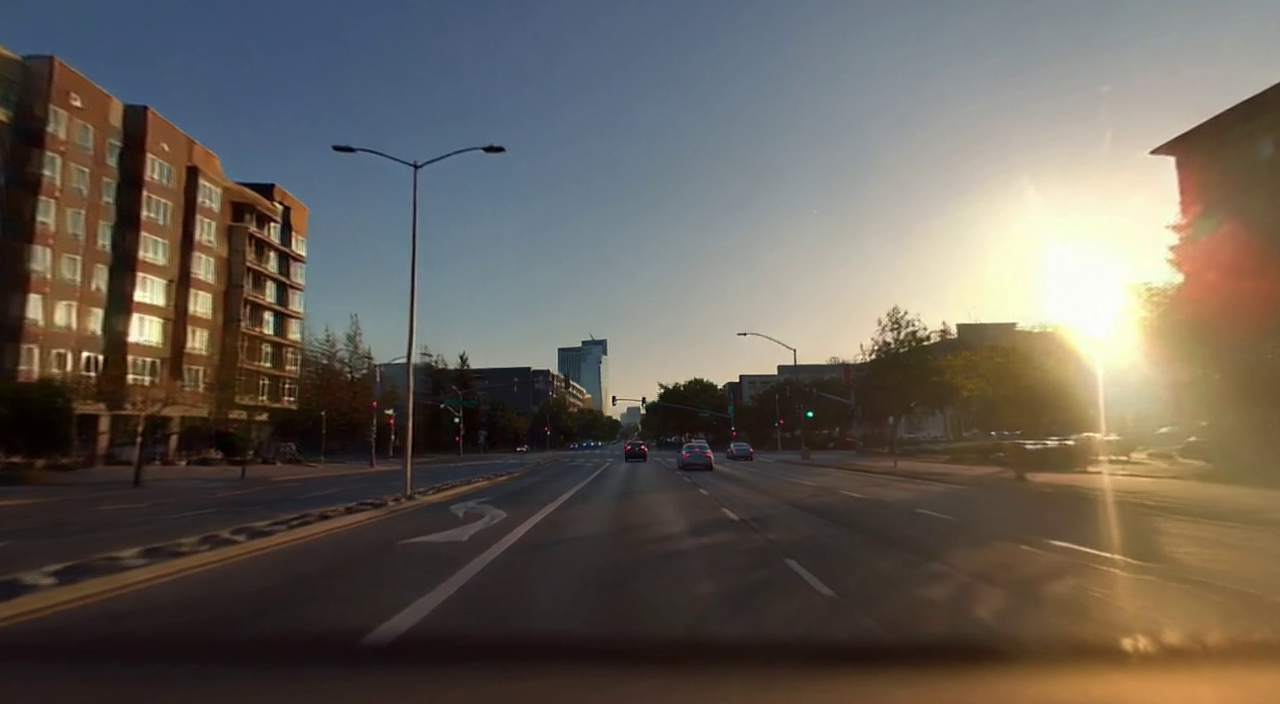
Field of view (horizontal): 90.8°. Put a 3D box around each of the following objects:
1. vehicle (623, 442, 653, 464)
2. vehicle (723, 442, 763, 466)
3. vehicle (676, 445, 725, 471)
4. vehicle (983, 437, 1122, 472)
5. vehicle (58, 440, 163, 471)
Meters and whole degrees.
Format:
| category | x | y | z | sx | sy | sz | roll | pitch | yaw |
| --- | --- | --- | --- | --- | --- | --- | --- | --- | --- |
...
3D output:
| category | x | y | z | sx | sy | sz | roll | pitch | yaw |
| --- | --- | --- | --- | --- | --- | --- | --- | --- | --- |
| vehicle | -0.126 | 7.414 | 46.428 | 2.143 | 1.480 | 4.006 | 0 | -8 | 0 |
| vehicle | 6.817 | 6.808 | 42.214 | 1.861 | 1.473 | 4.393 | 0 | -8 | -1 |
| vehicle | 3.227 | 5.769 | 34.678 | 2.080 | 1.321 | 4.382 | 0 | -9 | -2 |
| vehicle | 23.742 | 5.938 | 36.611 | 6.313 | 1.772 | 2.263 | -9 | -11 | 43 |
| vehicle | -33.810 | 6.607 | 40.596 | 2.202 | 1.774 | 5.174 | 1 | -8 | 1 |
